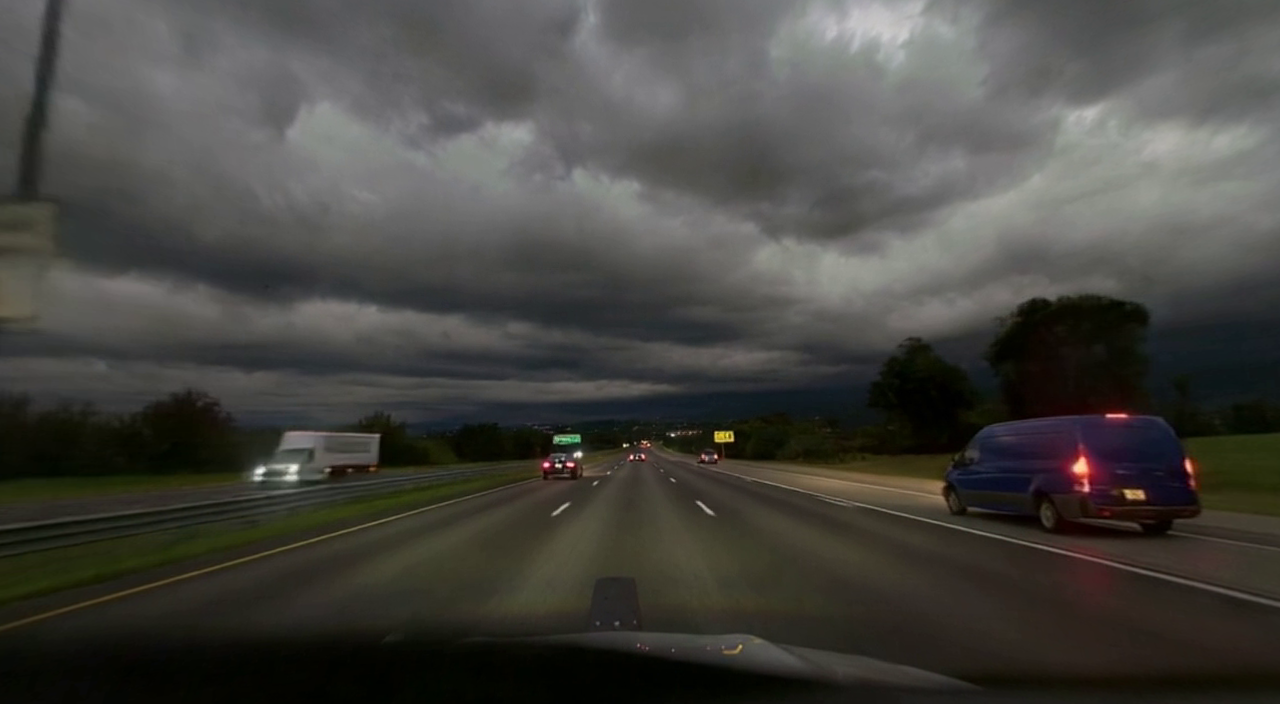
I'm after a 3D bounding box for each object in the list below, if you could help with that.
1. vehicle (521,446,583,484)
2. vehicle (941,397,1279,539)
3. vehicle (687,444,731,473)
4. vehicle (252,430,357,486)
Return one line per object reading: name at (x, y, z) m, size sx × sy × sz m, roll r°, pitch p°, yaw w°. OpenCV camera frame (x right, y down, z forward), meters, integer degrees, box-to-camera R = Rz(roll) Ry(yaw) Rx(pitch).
vehicle at (-3.840, 5.018, 28.244) m, size 2.160 × 1.530 × 4.500 m, roll 0°, pitch -9°, yaw 0°
vehicle at (7.744, 1.994, 11.269) m, size 2.133 × 1.933 × 4.986 m, roll 0°, pitch -9°, yaw -1°
vehicle at (4.108, 6.448, 38.340) m, size 2.069 × 1.625 × 4.832 m, roll 0°, pitch -9°, yaw -1°
vehicle at (-18.753, 5.958, 35.668) m, size 2.222 × 2.806 × 6.915 m, roll 0°, pitch -9°, yaw -1°
